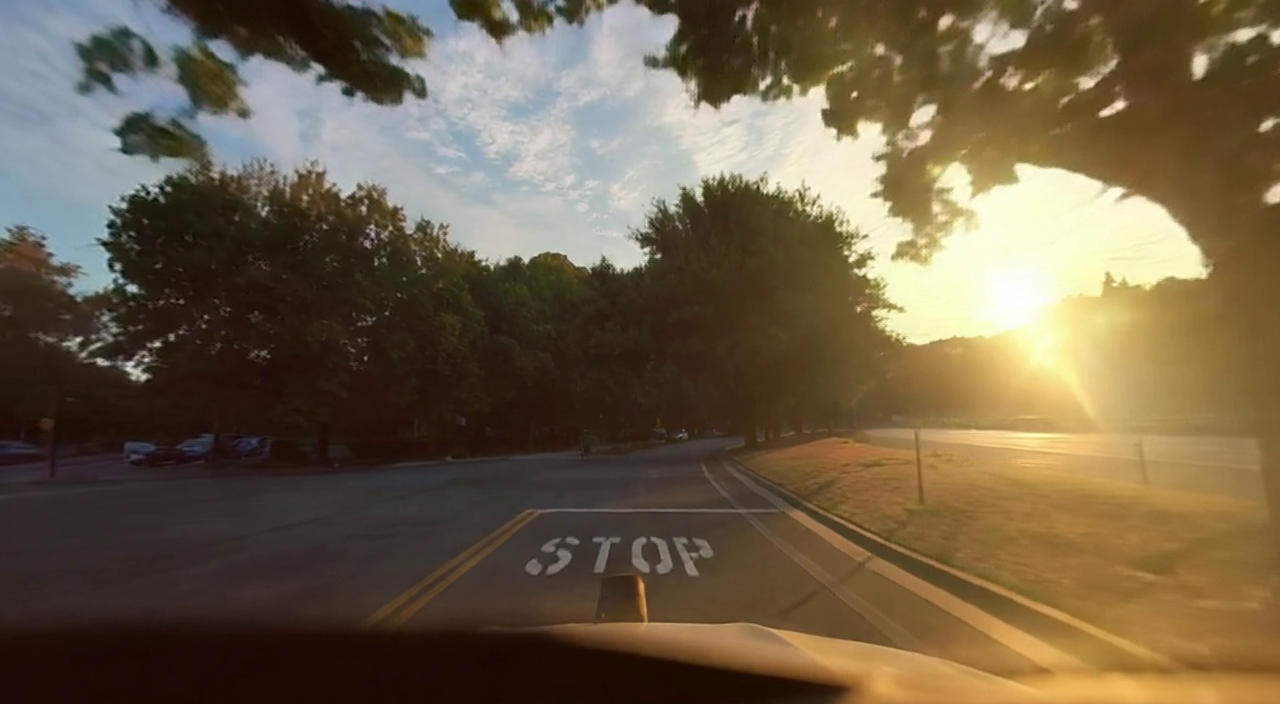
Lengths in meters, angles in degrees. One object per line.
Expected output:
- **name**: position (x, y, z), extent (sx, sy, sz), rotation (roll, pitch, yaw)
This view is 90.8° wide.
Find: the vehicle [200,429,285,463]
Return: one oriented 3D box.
- **vehicle**: position (-27.576, 6.542, 43.903), extent (4.733, 1.892, 1.939), rotation (-4, -4, 3)
